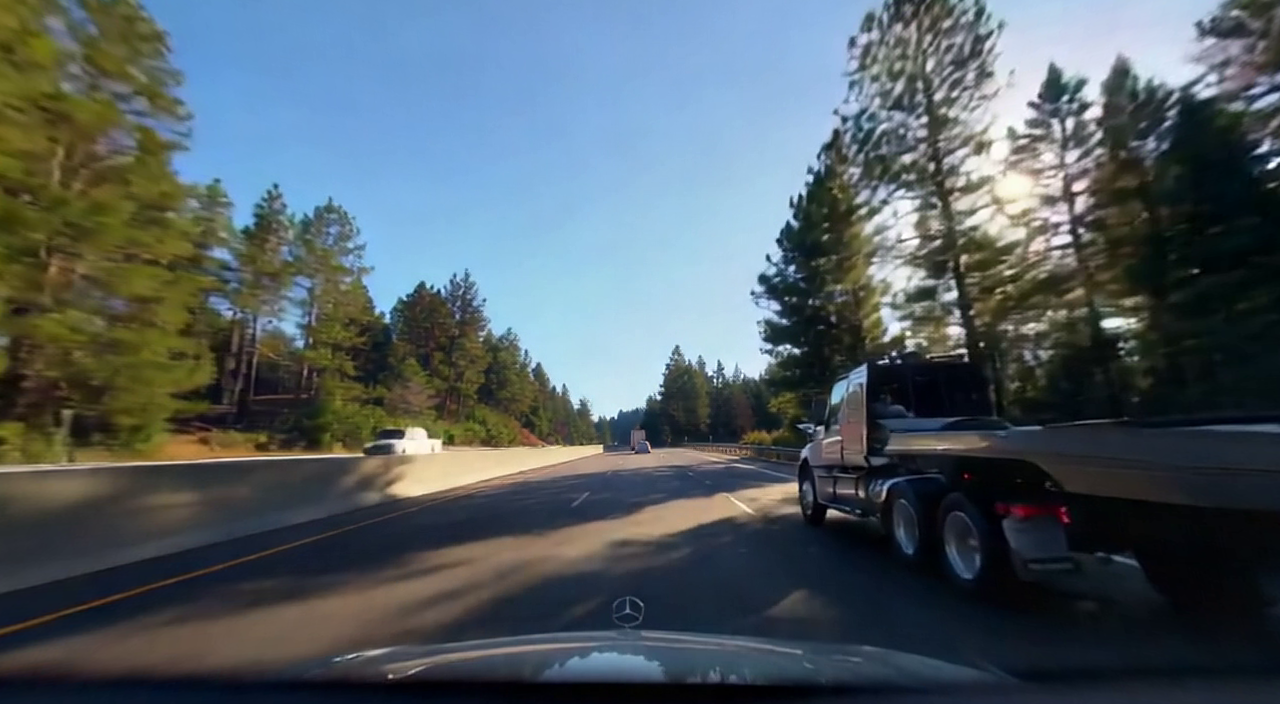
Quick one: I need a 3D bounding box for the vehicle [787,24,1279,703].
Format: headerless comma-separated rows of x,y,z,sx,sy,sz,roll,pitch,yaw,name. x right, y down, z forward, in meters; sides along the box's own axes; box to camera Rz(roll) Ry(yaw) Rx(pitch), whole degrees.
4.335,0.694,7.423,3.013,3.462,8.956,0,-9,0,vehicle
